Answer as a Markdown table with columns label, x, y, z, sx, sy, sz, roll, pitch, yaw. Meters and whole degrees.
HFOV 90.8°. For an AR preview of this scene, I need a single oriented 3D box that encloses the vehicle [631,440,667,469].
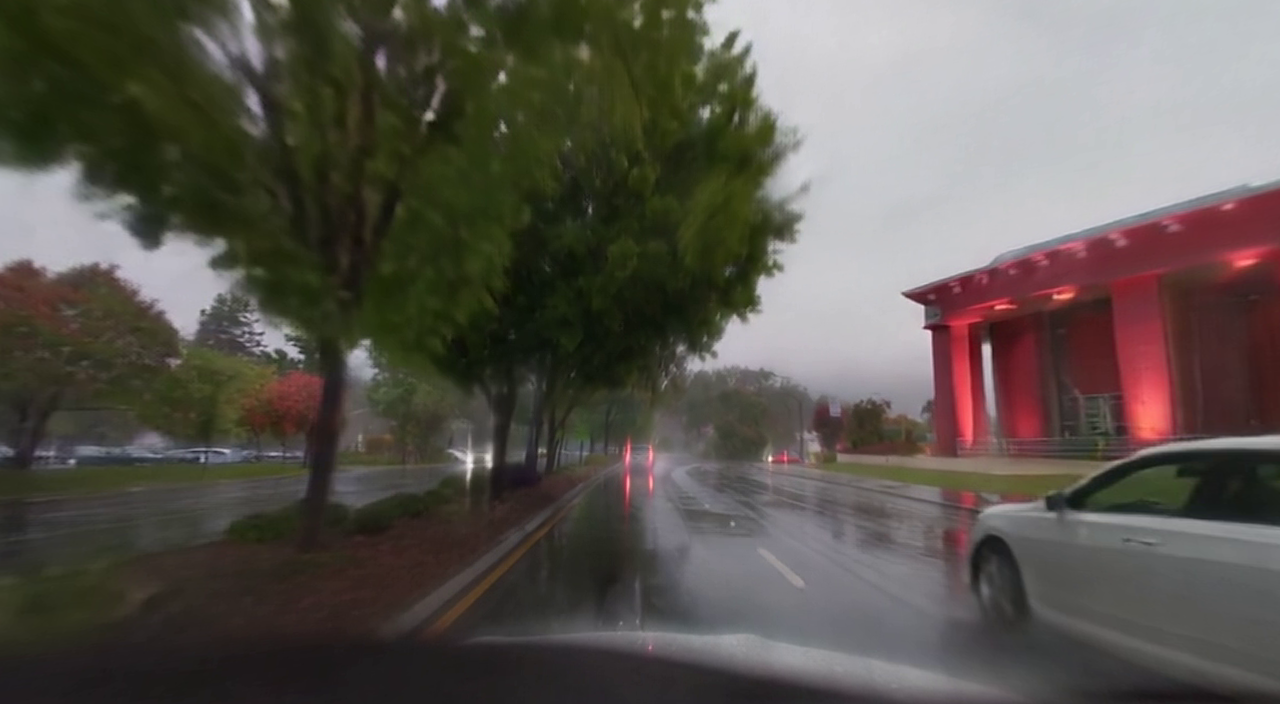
| label | x | y | z | sx | sy | sz | roll | pitch | yaw |
| --- | --- | --- | --- | --- | --- | --- | --- | --- | --- |
| vehicle | 0.613 | 6.435 | 39.723 | 2.123 | 1.703 | 4.292 | 0 | -9 | 3 |

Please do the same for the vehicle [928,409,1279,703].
| label | x | y | z | sx | sy | sz | roll | pitch | yaw |
| --- | --- | --- | --- | --- | --- | --- | --- | --- | --- |
| vehicle | 3.677 | 1.091 | 3.231 | 2.132 | 1.497 | 4.827 | 0 | -9 | 0 |
